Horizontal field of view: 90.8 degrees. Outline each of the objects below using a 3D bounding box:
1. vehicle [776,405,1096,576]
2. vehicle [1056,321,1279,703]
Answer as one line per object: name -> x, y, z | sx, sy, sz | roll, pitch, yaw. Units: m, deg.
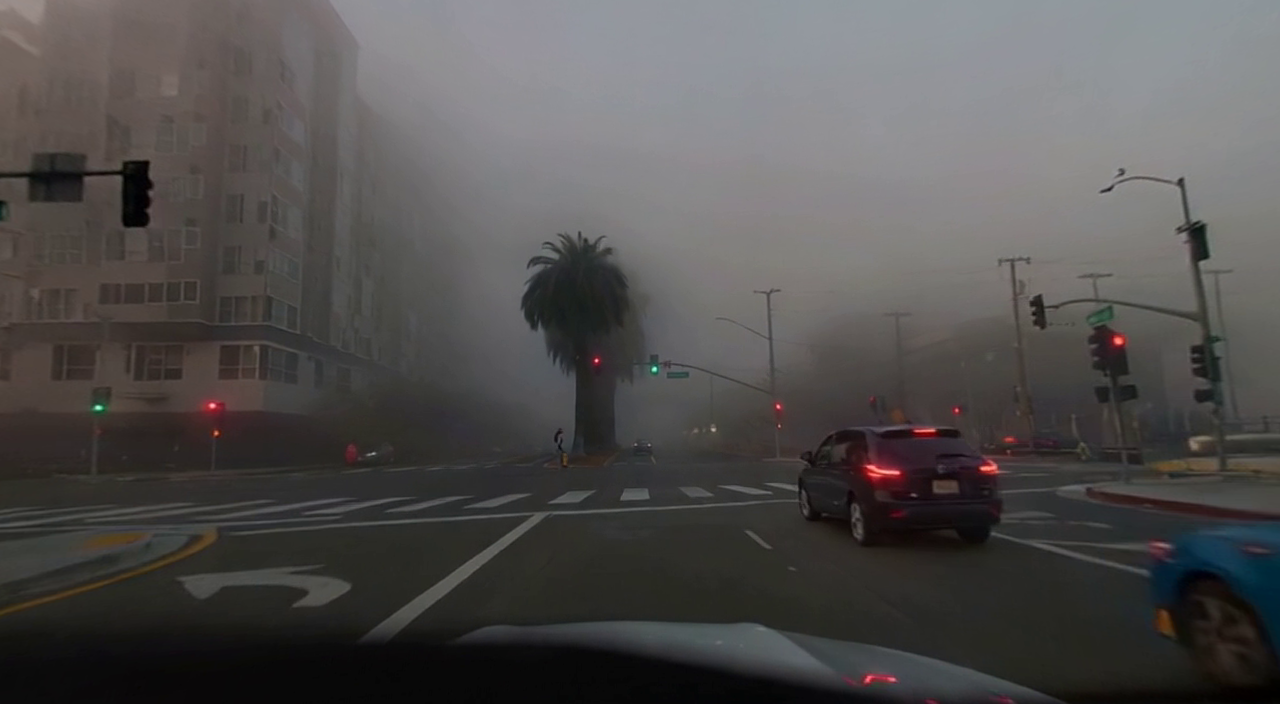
vehicle -> 3.330, 1.646, 8.260 | 2.060, 1.631, 4.169 | 0, -9, -1
vehicle -> 3.643, 0.594, 1.491 | 2.060, 1.756, 4.770 | 0, -8, 0
